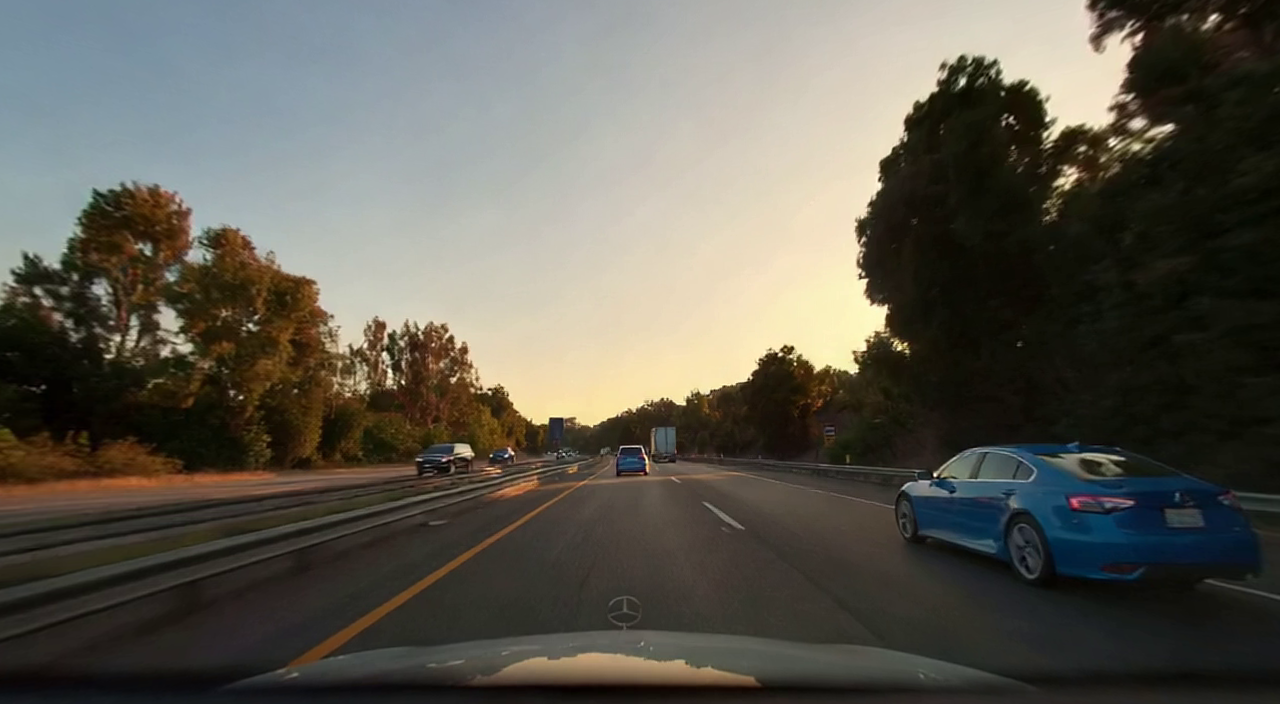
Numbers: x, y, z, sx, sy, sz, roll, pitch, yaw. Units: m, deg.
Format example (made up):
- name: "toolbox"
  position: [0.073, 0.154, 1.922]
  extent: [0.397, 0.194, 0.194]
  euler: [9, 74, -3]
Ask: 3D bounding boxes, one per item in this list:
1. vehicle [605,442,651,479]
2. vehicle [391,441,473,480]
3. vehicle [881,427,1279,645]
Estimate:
- name: "vehicle"
  position: [-0.592, 5.482, 31.974]
  extent: [2.190, 1.706, 4.062]
  euler: [0, -9, -1]
- name: "vehicle"
  position: [-9.209, 4.832, 28.341]
  extent: [2.125, 1.566, 4.460]
  euler: [0, -9, 0]
- name: "vehicle"
  position: [4.080, 1.520, 6.146]
  extent: [1.917, 1.421, 3.759]
  euler: [0, -9, -1]
